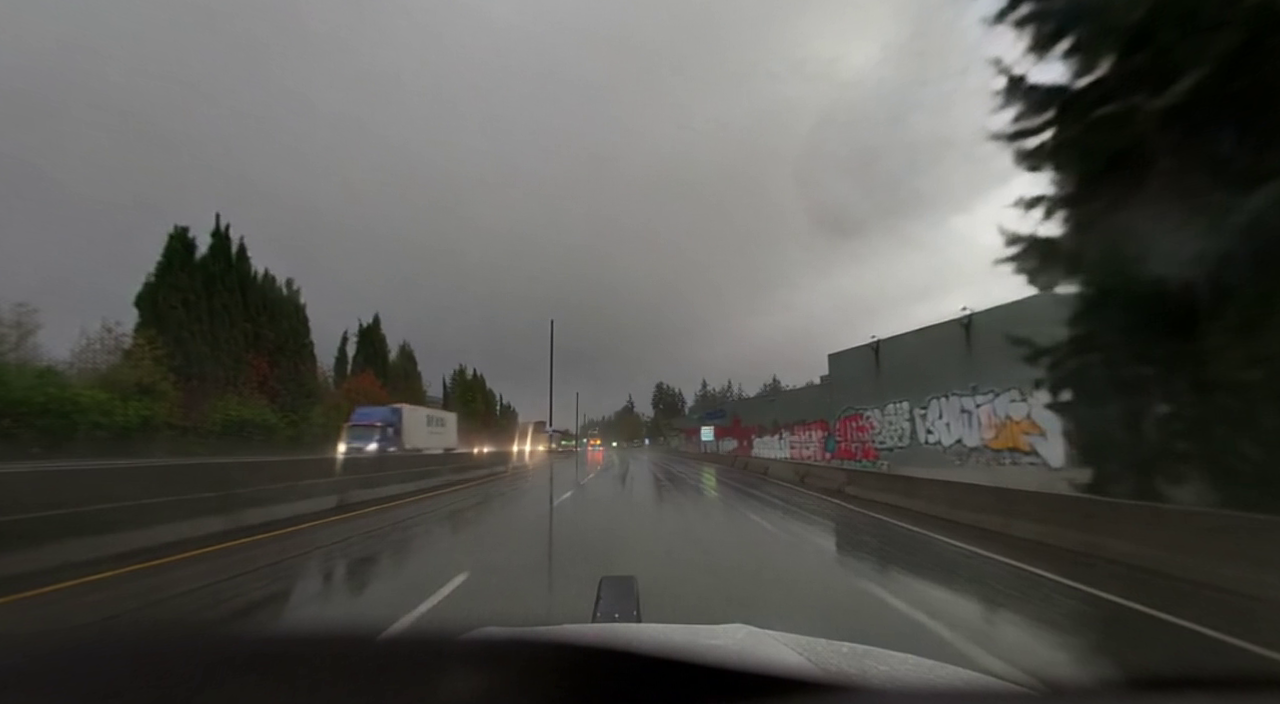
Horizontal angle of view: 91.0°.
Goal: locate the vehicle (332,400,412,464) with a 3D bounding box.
[{"bbox_3d":[-17.604,5.330,41.690,3.414,3.999,3.950,0,-8,0],"label":"vehicle"}]
